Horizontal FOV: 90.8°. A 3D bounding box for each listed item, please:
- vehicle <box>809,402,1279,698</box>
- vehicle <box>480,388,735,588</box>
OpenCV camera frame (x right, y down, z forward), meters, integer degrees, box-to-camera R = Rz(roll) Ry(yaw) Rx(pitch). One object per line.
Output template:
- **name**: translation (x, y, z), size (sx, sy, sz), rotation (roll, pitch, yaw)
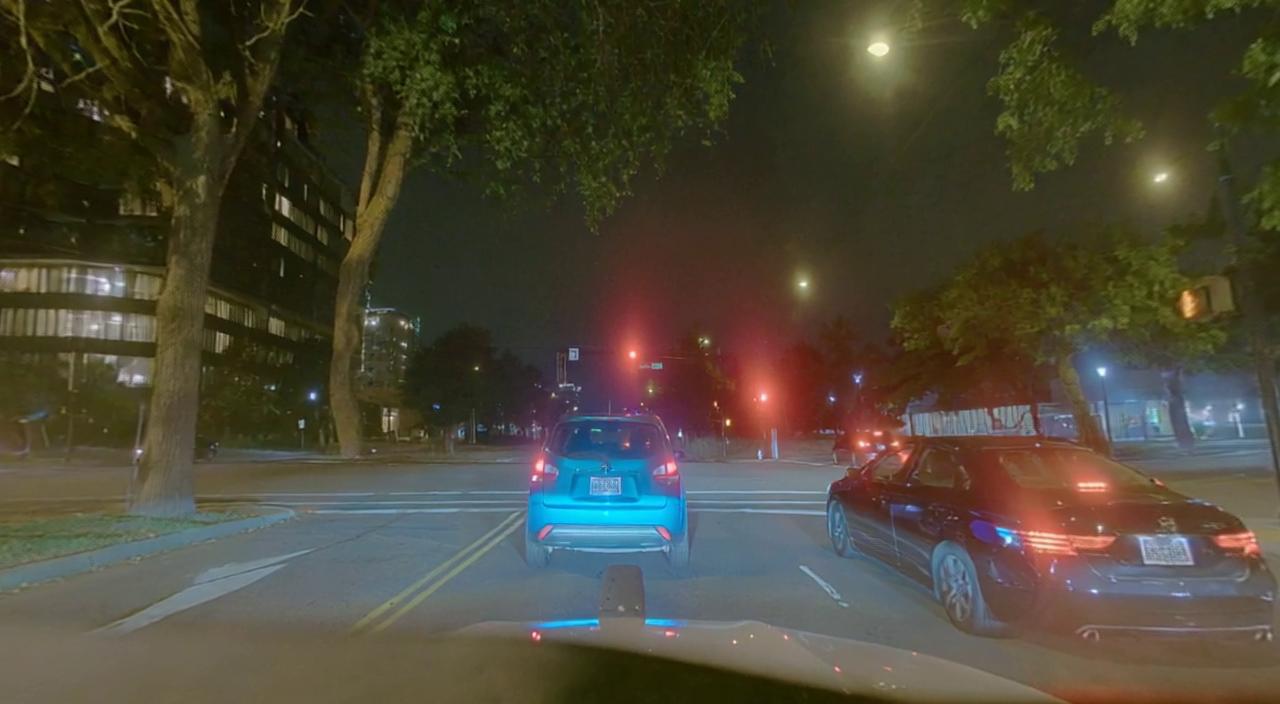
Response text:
- **vehicle**: translation (3.170, 1.401, 5.751), size (1.932, 1.562, 4.629), rotation (0, -9, -1)
- **vehicle**: translation (-0.346, 1.522, 7.799), size (2.247, 1.760, 4.231), rotation (0, -9, -2)
